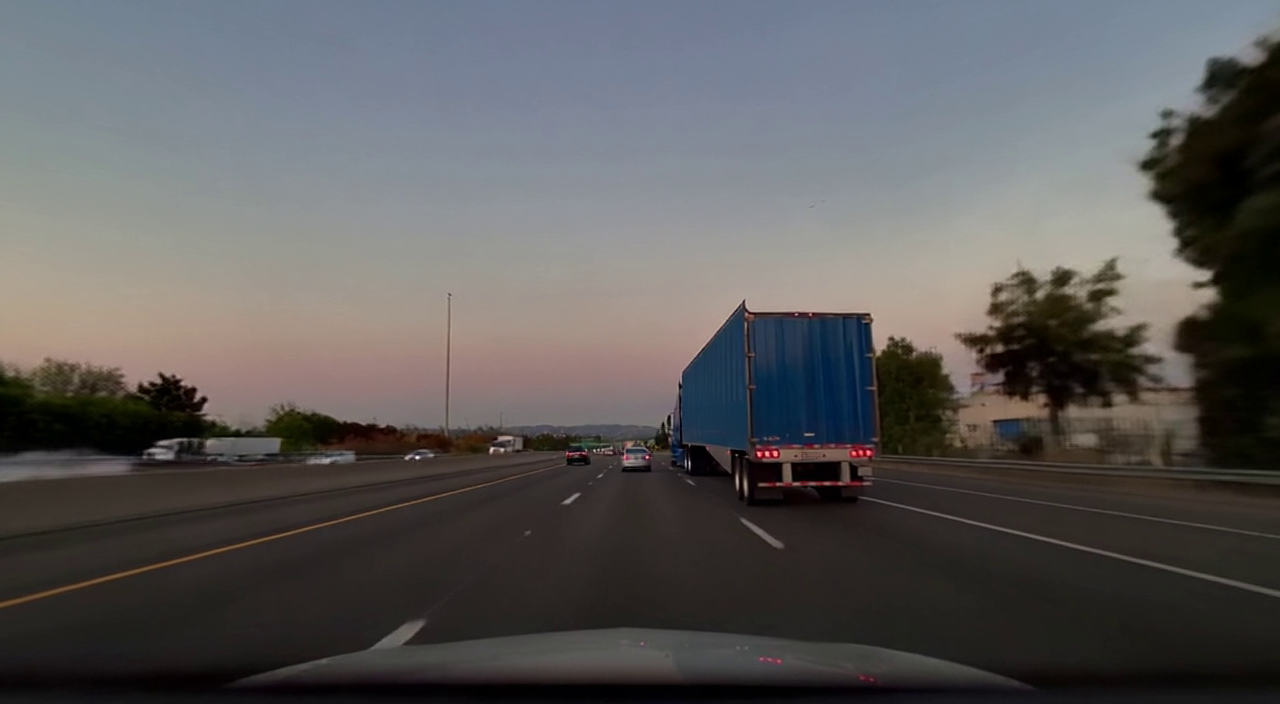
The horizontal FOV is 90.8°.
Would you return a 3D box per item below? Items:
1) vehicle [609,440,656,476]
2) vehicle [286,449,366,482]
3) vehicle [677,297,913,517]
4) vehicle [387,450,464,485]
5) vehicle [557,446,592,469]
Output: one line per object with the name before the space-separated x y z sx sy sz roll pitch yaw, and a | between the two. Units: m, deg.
vehicle | -0.351 5.297 31.810 2.191 1.685 4.015 0 -9 0
vehicle | -16.893 6.103 34.257 2.011 1.645 4.335 0 -9 1
vehicle | 3.339 2.198 19.797 2.996 4.123 15.965 0 -9 -1
vehicle | -9.848 5.316 29.402 1.924 1.474 4.475 0 -9 1
vehicle | -4.489 7.317 43.781 1.995 1.491 4.317 0 -9 0
